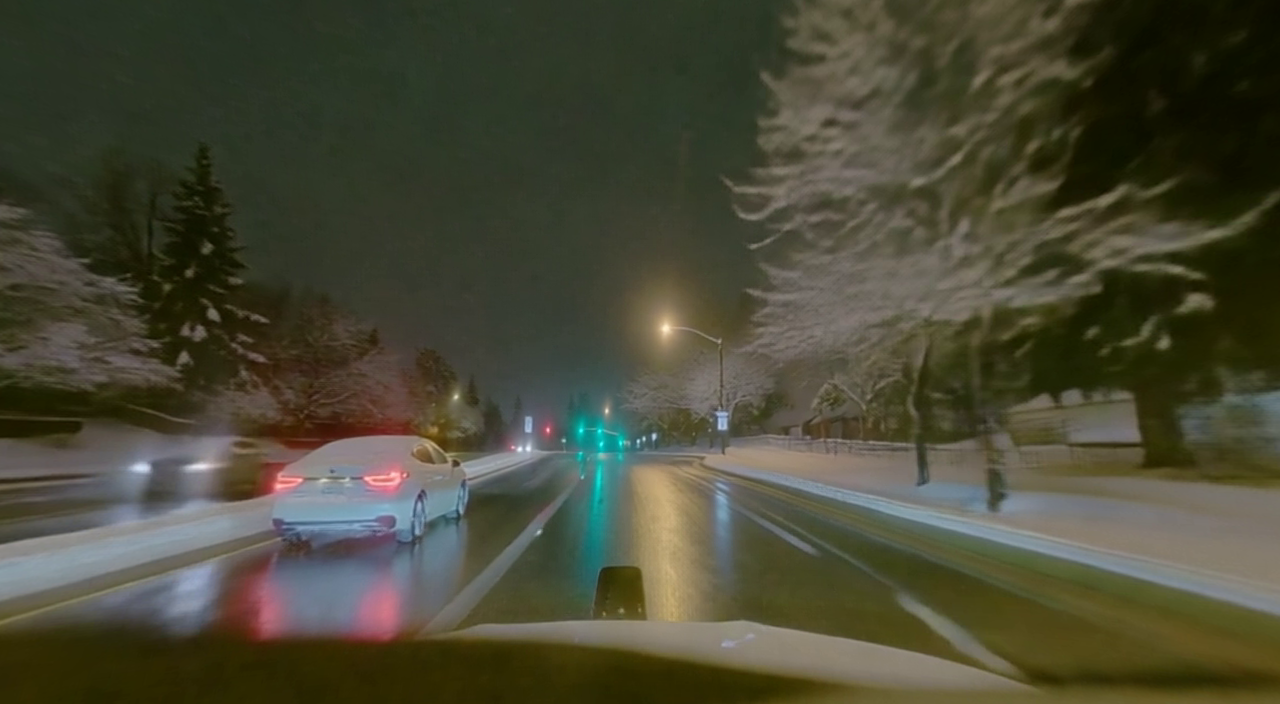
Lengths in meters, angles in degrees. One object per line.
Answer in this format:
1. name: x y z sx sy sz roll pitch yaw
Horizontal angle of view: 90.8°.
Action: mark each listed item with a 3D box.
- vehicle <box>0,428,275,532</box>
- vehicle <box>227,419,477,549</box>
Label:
1. vehicle: -9.453 2.359 12.332 2.084 1.521 4.669 -3 -8 -3
2. vehicle: -3.989 1.882 9.722 1.915 1.521 4.283 0 -8 -2
